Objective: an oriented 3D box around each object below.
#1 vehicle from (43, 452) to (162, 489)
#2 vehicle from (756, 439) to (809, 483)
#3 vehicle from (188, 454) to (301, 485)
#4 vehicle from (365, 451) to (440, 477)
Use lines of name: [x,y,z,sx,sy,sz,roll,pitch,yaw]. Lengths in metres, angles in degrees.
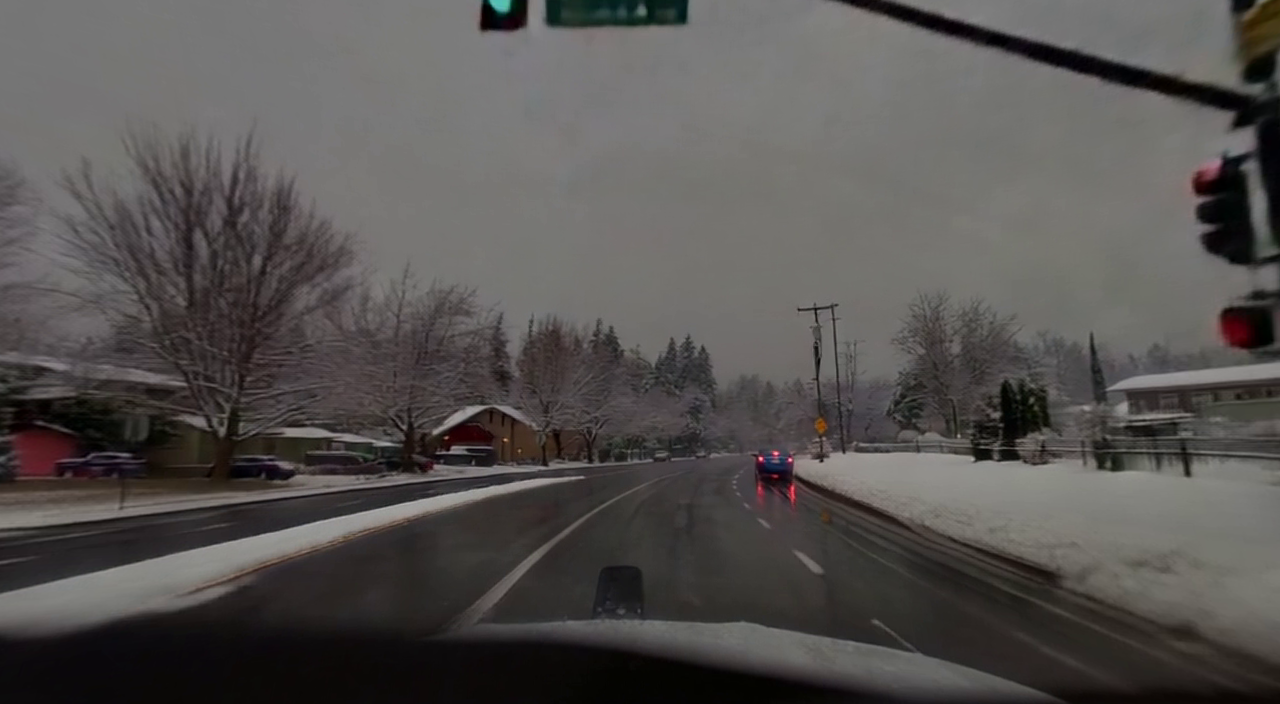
vehicle: [-26.906,5.915,31.731,4.164,1.720,2.019,0,-7,3]
vehicle: [6.256,4.815,28.166,1.989,1.782,4.351,-1,-9,9]
vehicle: [-19.852,5.885,31.810,4.658,1.482,1.879,-2,-9,10]
vehicle: [-15.441,7.270,41.146,4.284,1.549,1.828,-2,-9,15]
